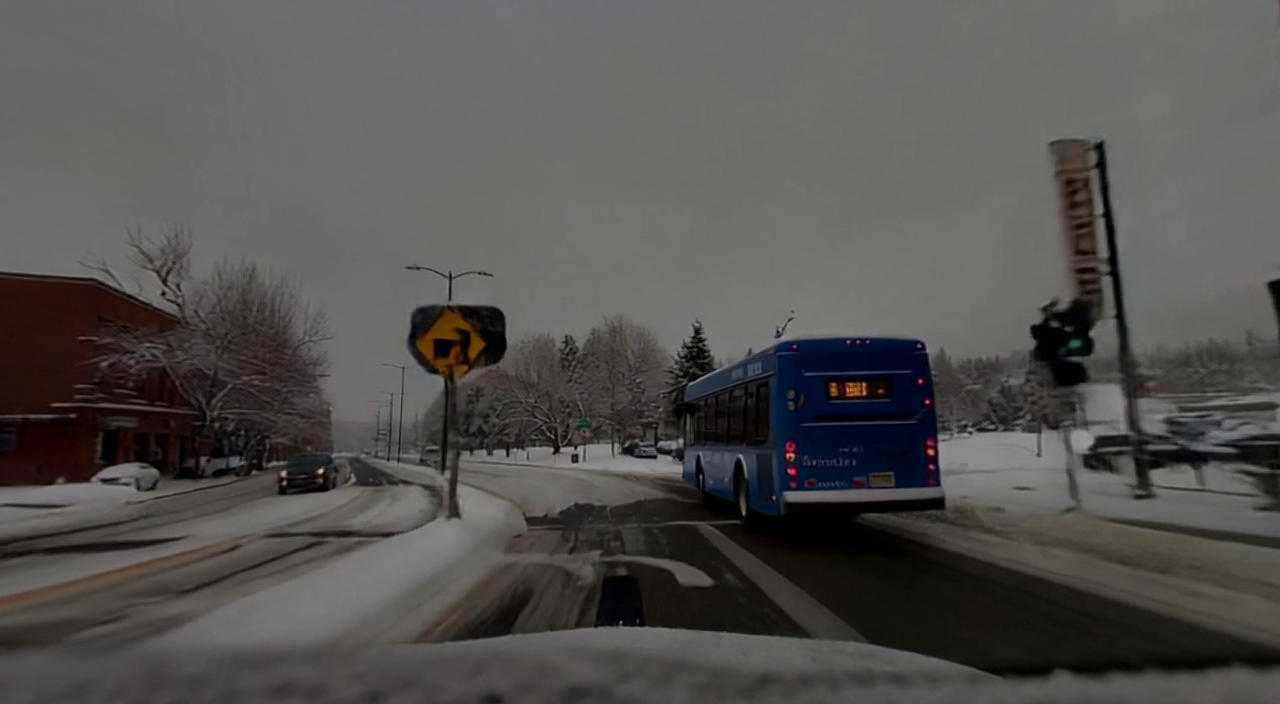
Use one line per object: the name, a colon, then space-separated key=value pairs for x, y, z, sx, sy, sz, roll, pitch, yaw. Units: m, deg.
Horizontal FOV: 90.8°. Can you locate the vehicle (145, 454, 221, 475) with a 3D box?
vehicle: x=-35.431 y=8.718 z=48.976 sx=4.592 sy=1.474 sz=1.880 roll=7 pitch=-10 yaw=-37

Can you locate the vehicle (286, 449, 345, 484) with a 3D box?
vehicle: x=-15.501 y=5.440 z=30.390 sx=1.944 sy=1.505 sz=3.944 roll=3 pitch=-9 yaw=-19

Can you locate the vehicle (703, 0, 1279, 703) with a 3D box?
vehicle: x=2.881 y=0.268 z=3.506 sx=3.194 sy=3.345 sz=12.428 roll=1 pitch=-8 yaw=-3

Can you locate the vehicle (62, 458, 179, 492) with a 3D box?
vehicle: x=-26.286 y=6.211 z=32.110 sx=4.384 sy=1.500 sz=1.864 roll=7 pitch=-11 yaw=-39

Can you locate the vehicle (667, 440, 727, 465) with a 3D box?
vehicle: x=4.042 y=7.100 z=44.556 sx=3.786 sy=1.505 sz=1.991 roll=-6 pitch=-9 yaw=18
